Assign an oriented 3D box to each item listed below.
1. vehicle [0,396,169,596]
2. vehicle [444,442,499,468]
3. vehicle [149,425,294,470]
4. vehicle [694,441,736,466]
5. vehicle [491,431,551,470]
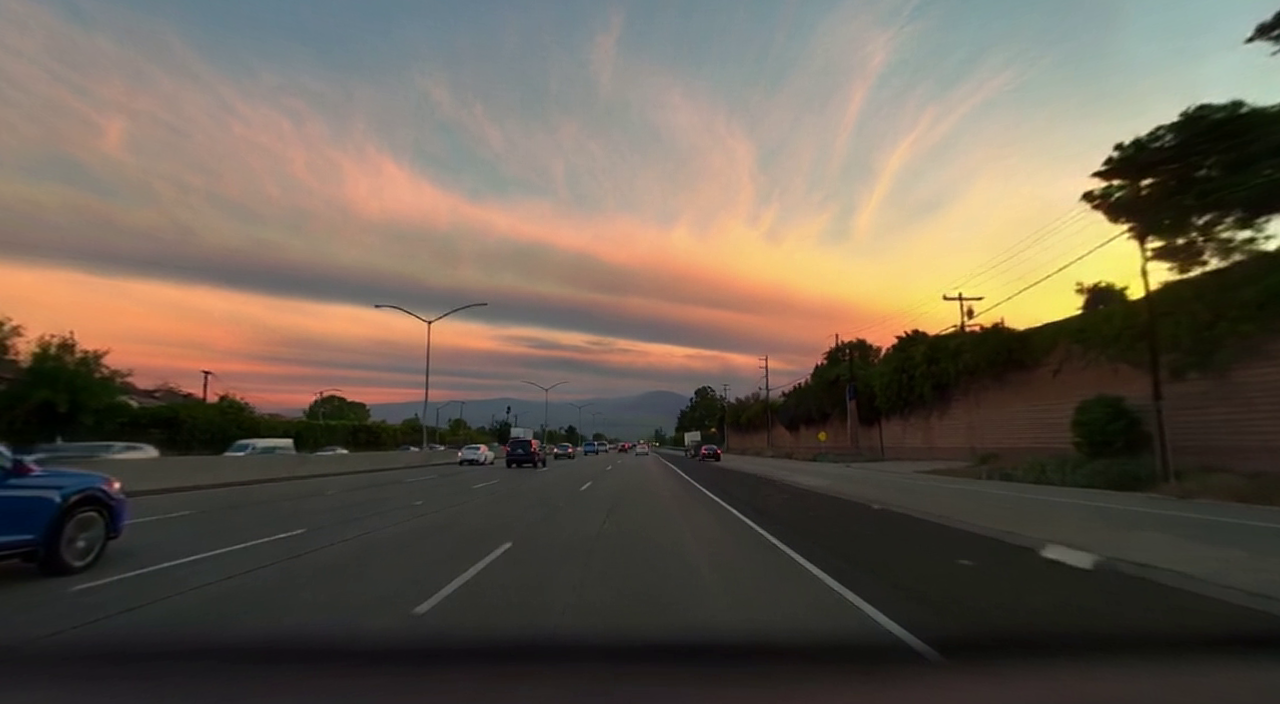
[{"bbox_3d":[-6.543,1.166,4.974,2.058,1.698,4.567,0,-9,0],"label":"vehicle"},{"bbox_3d":[-10.099,6.214,38.123,2.042,1.485,4.395,0,-9,1],"label":"vehicle"},{"bbox_3d":[-29.509,6.886,45.325,3.062,2.818,10.542,0,-9,1],"label":"vehicle"},{"bbox_3d":[4.922,6.764,41.956,2.251,1.520,4.550,1,-9,0],"label":"vehicle"},{"bbox_3d":[-6.340,5.365,34.242,2.255,1.934,4.868,0,-9,1],"label":"vehicle"}]
